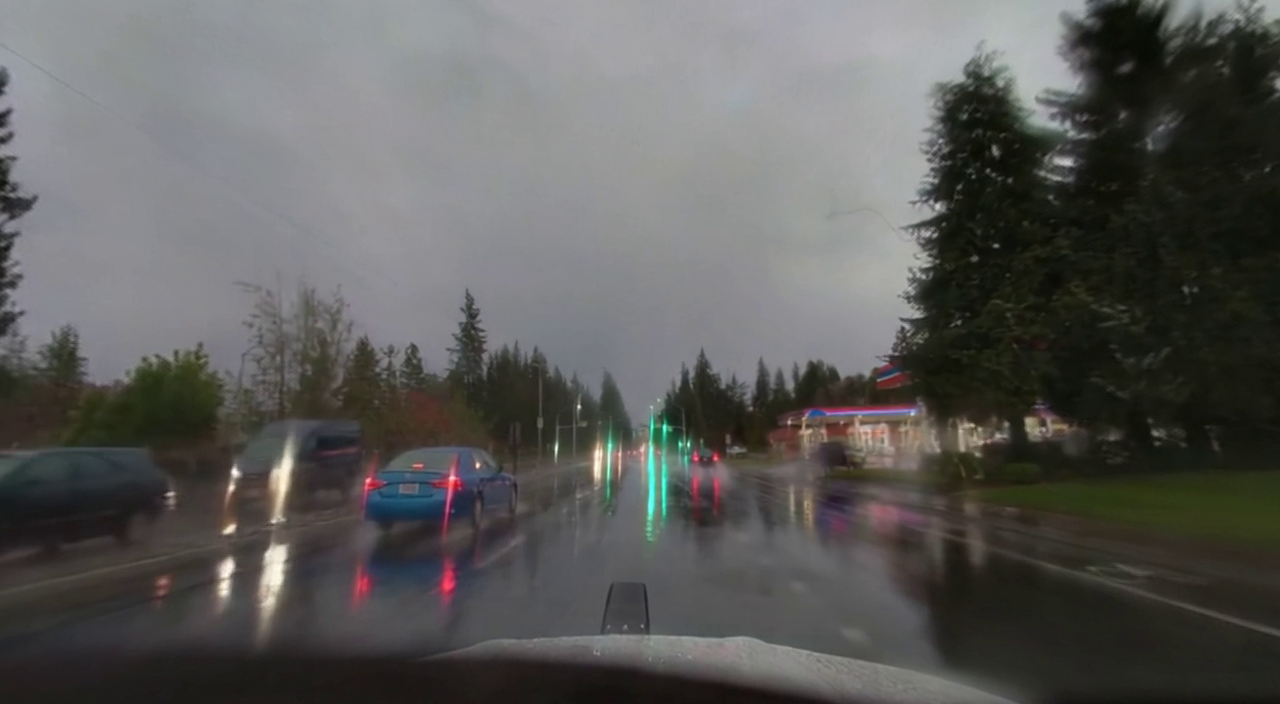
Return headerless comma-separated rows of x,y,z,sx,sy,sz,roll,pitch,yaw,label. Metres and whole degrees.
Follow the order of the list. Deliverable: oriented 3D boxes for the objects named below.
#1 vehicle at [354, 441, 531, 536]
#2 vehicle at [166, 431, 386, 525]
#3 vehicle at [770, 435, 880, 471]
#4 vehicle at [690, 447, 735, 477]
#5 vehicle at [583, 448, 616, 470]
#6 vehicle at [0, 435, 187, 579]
-3.481,2.483,12.133,1.803,1.463,4.422,0,-9,2,vehicle
-8.608,3.009,15.765,2.370,1.909,5.431,0,-9,-2,vehicle
11.155,6.135,38.405,5.931,1.872,2.264,-3,-9,4,vehicle
3.684,5.659,32.724,1.883,1.465,3.975,0,-9,0,vehicle
-2.736,7.363,43.582,1.841,1.474,4.038,0,-9,2,vehicle
-8.413,1.950,8.092,1.922,1.660,4.332,-3,-8,1,vehicle
